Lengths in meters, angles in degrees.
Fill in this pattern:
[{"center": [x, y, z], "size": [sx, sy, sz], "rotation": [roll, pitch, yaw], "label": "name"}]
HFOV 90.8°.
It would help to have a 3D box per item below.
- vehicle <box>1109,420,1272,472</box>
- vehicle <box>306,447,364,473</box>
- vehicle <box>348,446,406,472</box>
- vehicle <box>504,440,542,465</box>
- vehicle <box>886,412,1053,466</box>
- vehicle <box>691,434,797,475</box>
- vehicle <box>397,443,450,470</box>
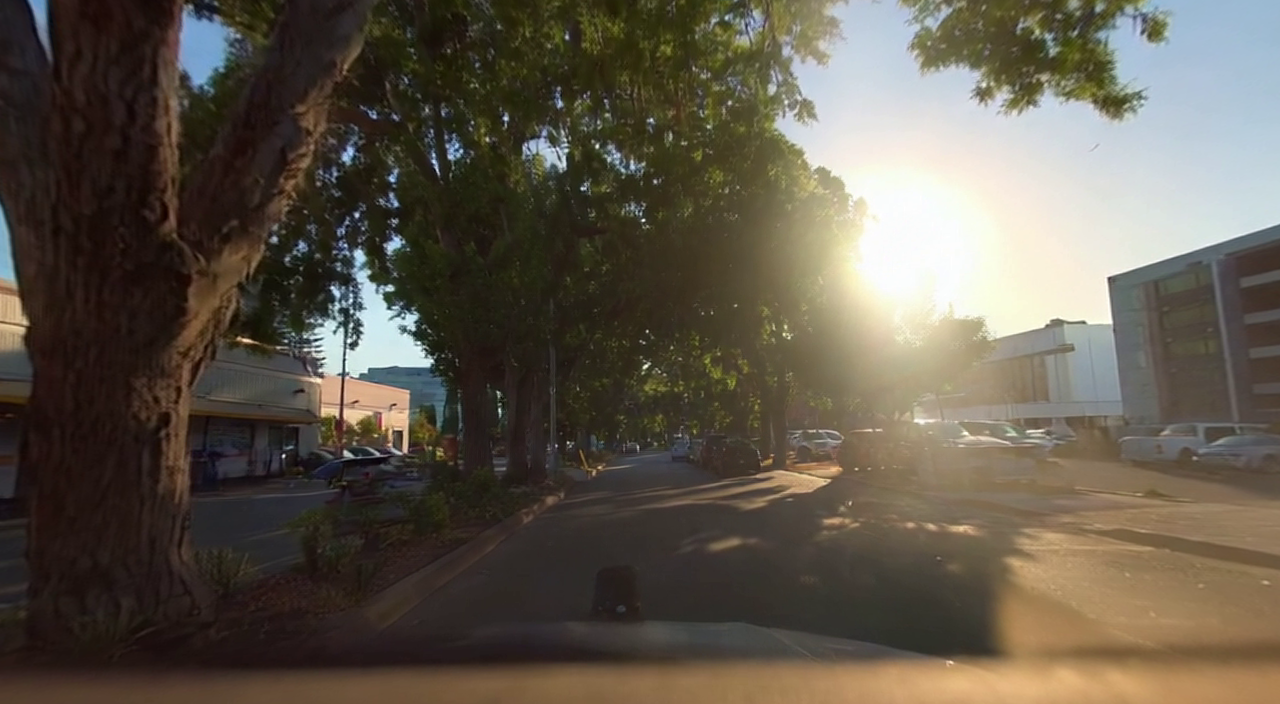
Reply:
[{"center": [25.355, 4.329, 29.239], "size": [5.596, 2.168, 2.307], "rotation": [2, -8, -5], "label": "vehicle"}, {"center": [-20.544, 7.282, 42.728], "size": [1.880, 1.617, 3.870], "rotation": [0, -8, 1], "label": "vehicle"}, {"center": [-17.554, 7.146, 42.401], "size": [1.850, 1.531, 4.256], "rotation": [0, -8, 3], "label": "vehicle"}, {"center": [-8.233, 7.118, 44.864], "size": [1.993, 1.640, 4.457], "rotation": [0, -8, -2], "label": "vehicle"}, {"center": [13.414, 3.580, 25.986], "size": [5.540, 2.045, 2.259], "rotation": [0, -8, -2], "label": "vehicle"}, {"center": [4.776, 4.621, 28.759], "size": [4.626, 1.723, 1.939], "rotation": [5, -10, -33], "label": "vehicle"}, {"center": [-14.703, 7.078, 43.124], "size": [1.888, 1.657, 4.138], "rotation": [0, -8, 4], "label": "vehicle"}]
